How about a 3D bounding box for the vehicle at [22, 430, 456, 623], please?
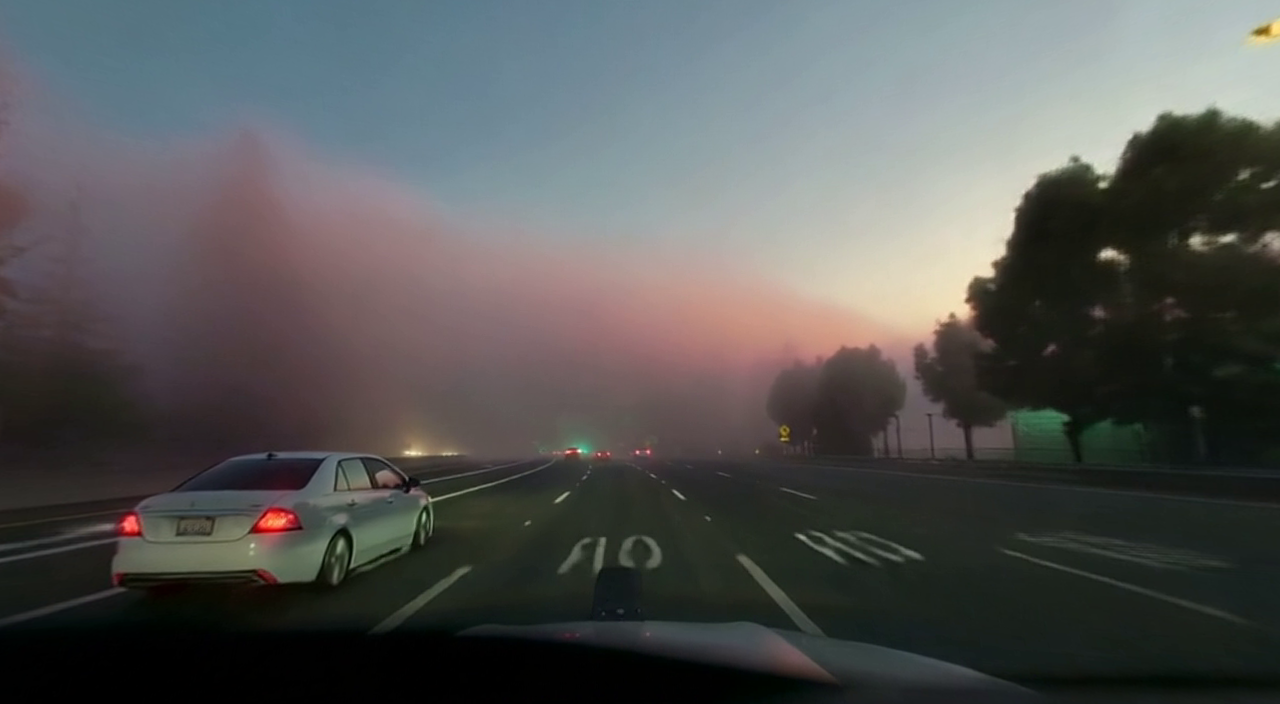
[{"bbox_3d":[-3.746,1.673,7.123,2.018,1.476,4.364,0,-8,0],"label":"vehicle"}]
